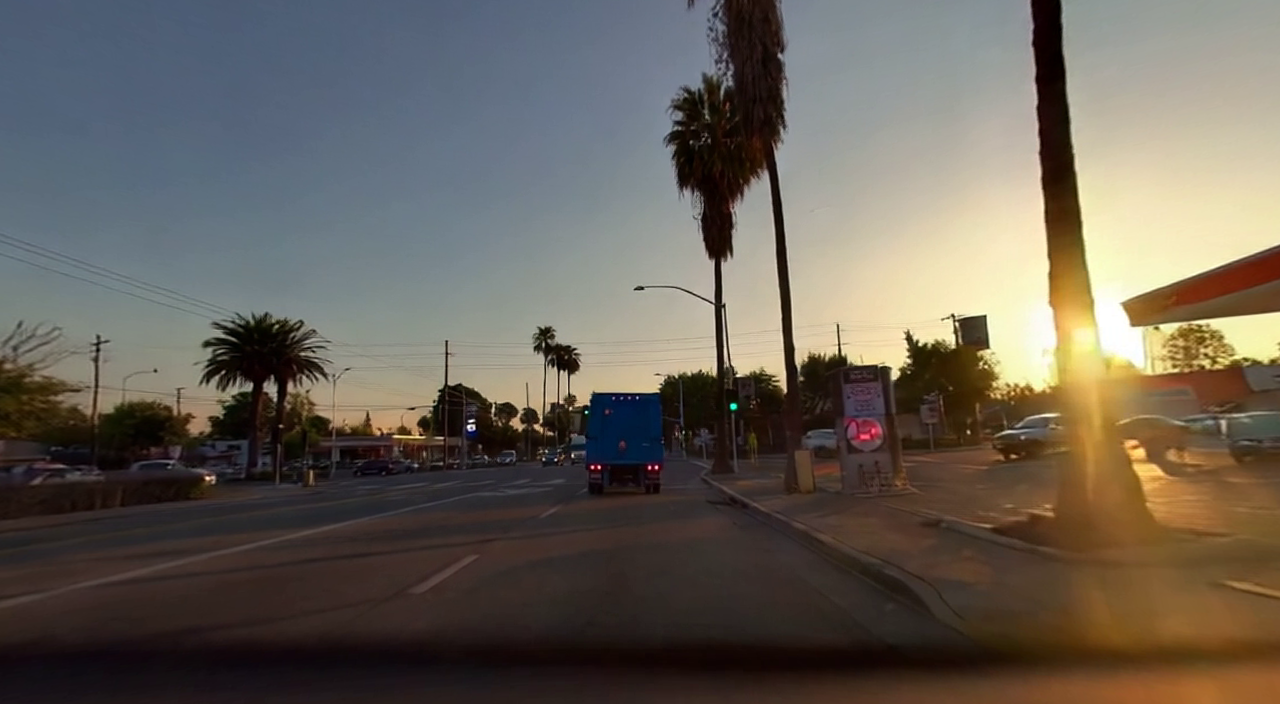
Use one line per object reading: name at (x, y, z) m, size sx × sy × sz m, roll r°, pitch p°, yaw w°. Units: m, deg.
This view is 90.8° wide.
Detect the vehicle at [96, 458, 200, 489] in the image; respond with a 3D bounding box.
vehicle at (-28.016, 6.922, 36.169) m, size 4.303 × 1.567 × 2.021 m, roll 5°, pitch -10°, yaw -29°

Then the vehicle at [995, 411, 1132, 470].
vehicle at (15.837, 3.308, 23.559) m, size 5.078 × 1.937 × 2.326 m, roll 5°, pitch -10°, yaw -34°

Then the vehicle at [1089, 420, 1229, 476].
vehicle at (15.190, 2.786, 18.446) m, size 4.105 × 1.433 × 1.931 m, roll 6°, pitch -10°, yaw -34°

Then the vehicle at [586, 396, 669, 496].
vehicle at (-0.288, 3.242, 21.942) m, size 2.463 × 2.954 × 5.938 m, roll 0°, pitch -8°, yaw 1°

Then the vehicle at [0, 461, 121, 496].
vehicle at (-27.933, 5.985, 30.097) m, size 4.493 × 1.453 × 1.912 m, roll 4°, pitch -9°, yaw -27°
